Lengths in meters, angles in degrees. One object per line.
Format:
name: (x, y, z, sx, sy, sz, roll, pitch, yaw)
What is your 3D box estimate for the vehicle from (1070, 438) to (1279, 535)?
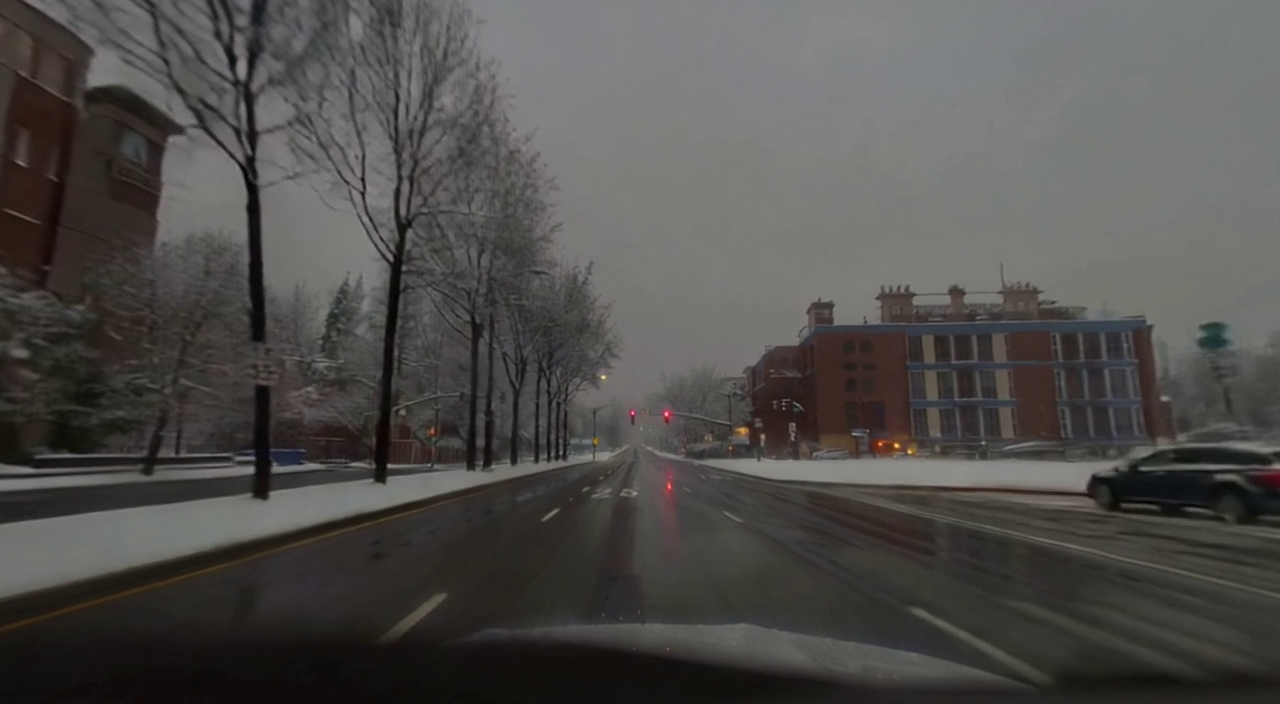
vehicle: (10.952, 2.437, 12.162, 2.043, 1.491, 4.627, 0, -9, 0)
